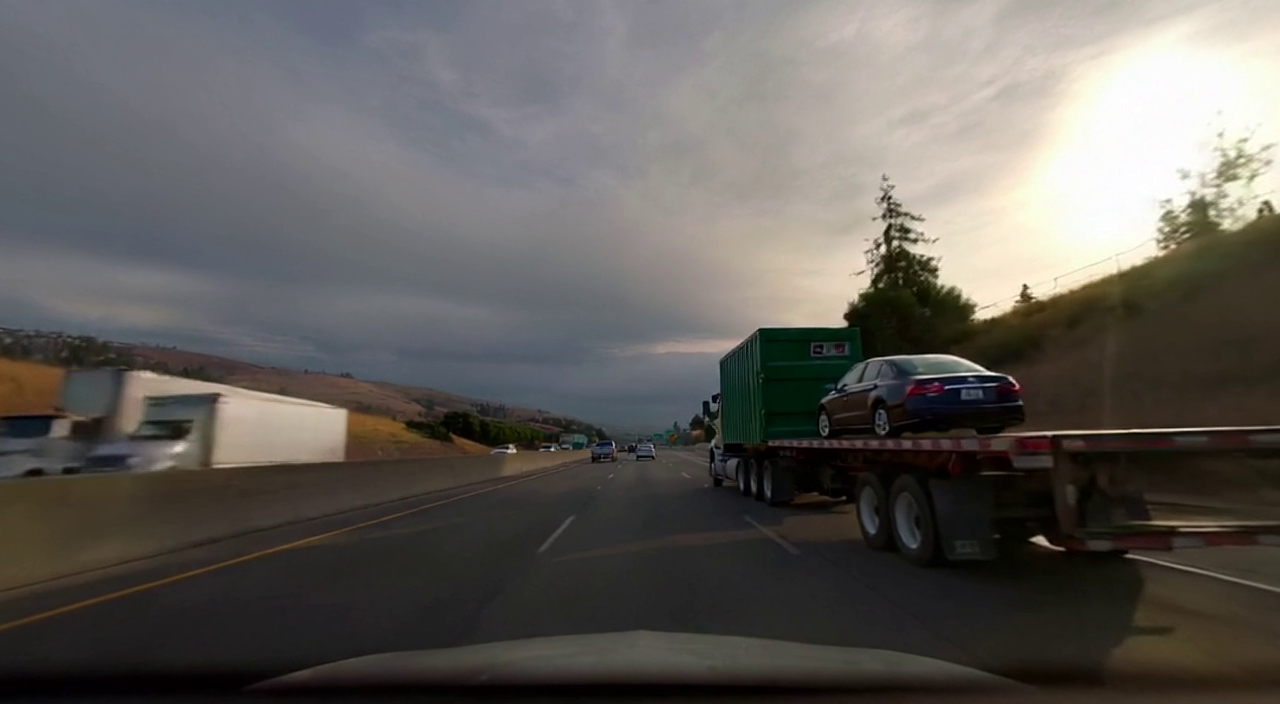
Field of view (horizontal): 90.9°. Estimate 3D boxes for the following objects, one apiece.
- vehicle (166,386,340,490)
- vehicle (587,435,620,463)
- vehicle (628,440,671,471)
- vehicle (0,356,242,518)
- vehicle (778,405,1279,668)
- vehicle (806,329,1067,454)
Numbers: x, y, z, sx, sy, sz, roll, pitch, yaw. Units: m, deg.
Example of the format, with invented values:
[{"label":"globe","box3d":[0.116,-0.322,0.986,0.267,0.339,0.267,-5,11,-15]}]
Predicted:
[{"label":"vehicle","box3d":[-14.127,3.266,23.670,2.638,3.391,5.802,0,-9,1]},{"label":"vehicle","box3d":[-2.807,7.630,49.525,2.142,2.044,4.446,-1,-9,2]},{"label":"vehicle","box3d":[0.459,5.302,32.366,2.086,1.497,3.681,0,-9,0]},{"label":"vehicle","box3d":[-14.147,2.269,16.477,2.877,3.333,6.800,0,-9,0]},{"label":"vehicle","box3d":[4.302,1.853,8.632,2.654,1.574,9.537,0,-9,0]},{"label":"vehicle","box3d":[4.217,0.803,9.923,1.968,1.547,4.215,0,-9,-1]}]
